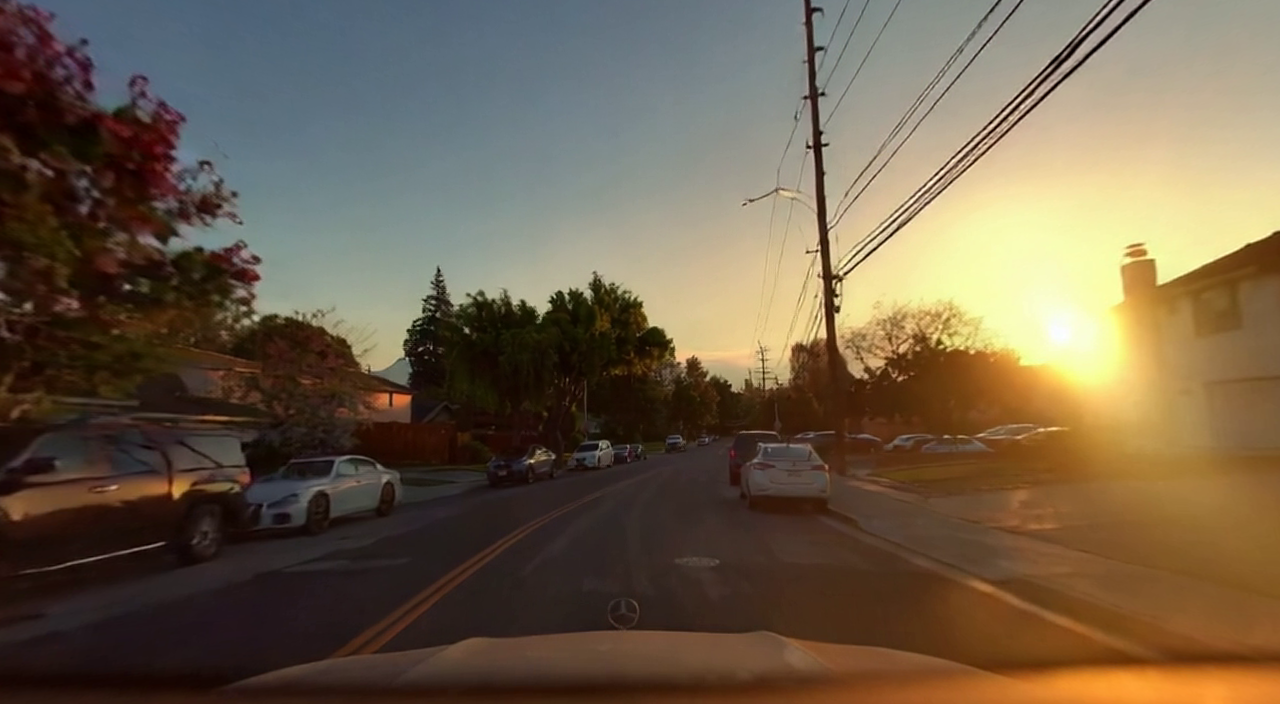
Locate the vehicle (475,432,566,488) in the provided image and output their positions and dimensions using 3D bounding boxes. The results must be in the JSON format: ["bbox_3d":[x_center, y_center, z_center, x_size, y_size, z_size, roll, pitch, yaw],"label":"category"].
[{"bbox_3d":[-5.063,4.725,27.575,2.353,2.037,5.358,-5,-11,6],"label":"vehicle"}]

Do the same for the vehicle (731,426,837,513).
[{"bbox_3d":[3.420,2.874,16.004,2.032,1.810,5.047,-1,-9,6],"label":"vehicle"}]

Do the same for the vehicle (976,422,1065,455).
[{"bbox_3d":[22.799,5.272,38.124,2.253,1.805,4.842,1,-9,-1],"label":"vehicle"}]

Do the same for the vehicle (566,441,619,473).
[{"bbox_3d":[-2.889,6.585,39.942,2.192,1.873,4.985,-1,-9,9],"label":"vehicle"}]

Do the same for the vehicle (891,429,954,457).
[{"bbox_3d":[17.547,5.686,39.409,2.079,1.675,3.855,0,-9,-1],"label":"vehicle"}]

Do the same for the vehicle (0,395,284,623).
[{"bbox_3d":[-7.130,1.803,7.604,2.250,2.081,6.553,-3,-9,-3],"label":"vehicle"}]
